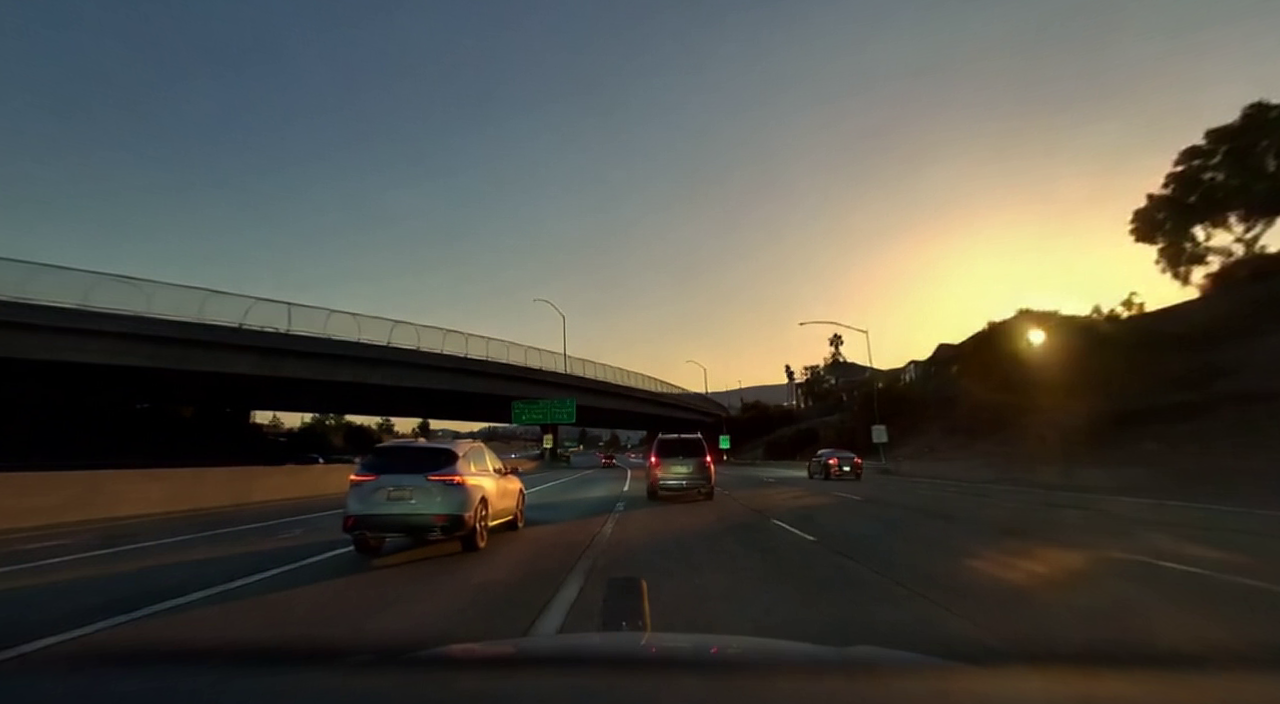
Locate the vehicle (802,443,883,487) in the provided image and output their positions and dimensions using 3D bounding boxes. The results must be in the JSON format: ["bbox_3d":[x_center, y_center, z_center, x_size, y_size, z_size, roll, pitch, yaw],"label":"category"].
[{"bbox_3d":[8.947,5.006,28.211,2.133,1.770,4.537,0,-9,0],"label":"vehicle"}]

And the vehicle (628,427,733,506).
[{"bbox_3d":[1.075,3.456,19.449,2.732,2.065,5.826,0,-9,0],"label":"vehicle"}]

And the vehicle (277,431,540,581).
[{"bbox_3d":[-2.904,2.019,9.082,2.099,1.640,4.134,0,-9,2],"label":"vehicle"}]
